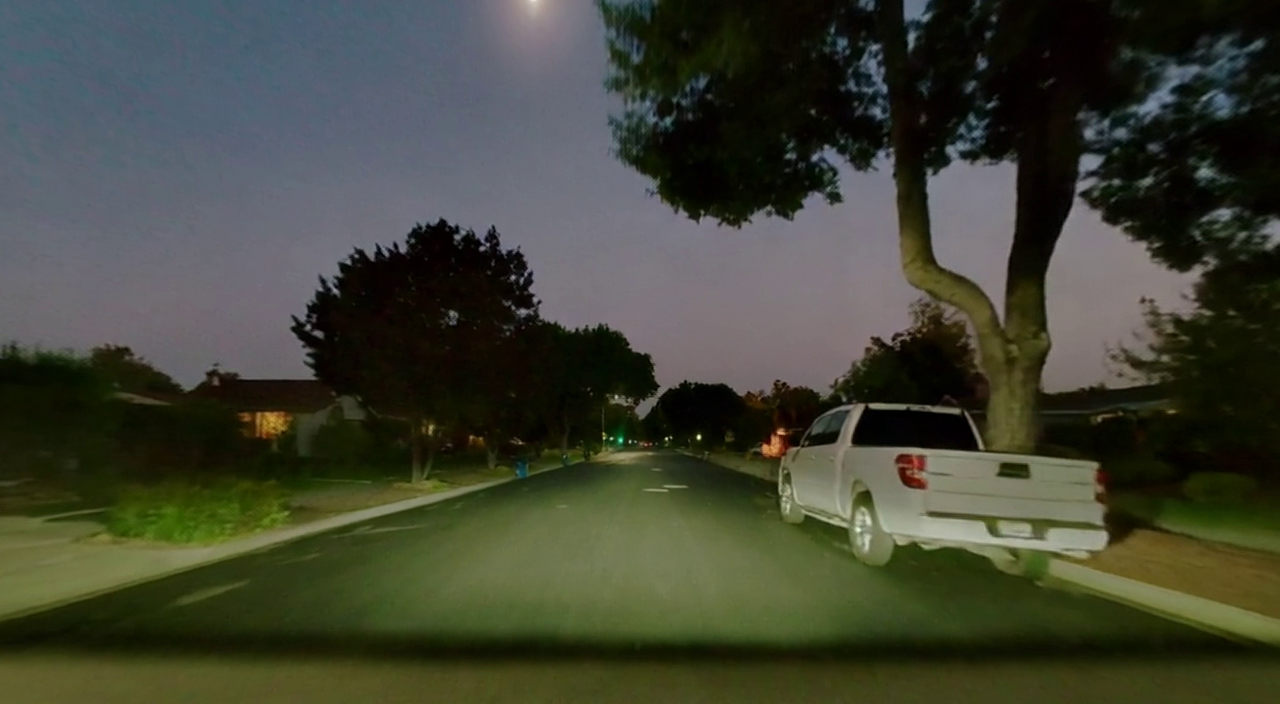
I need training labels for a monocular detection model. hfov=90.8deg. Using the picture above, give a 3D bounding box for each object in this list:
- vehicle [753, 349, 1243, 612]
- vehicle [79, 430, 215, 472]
[{"bbox_3d":[3.681,1.618,9.132,2.789,2.206,7.420,-1,-8,1],"label":"vehicle"},{"bbox_3d":[-19.471,3.892,25.006,4.337,1.496,1.868,-2,-9,15],"label":"vehicle"}]
